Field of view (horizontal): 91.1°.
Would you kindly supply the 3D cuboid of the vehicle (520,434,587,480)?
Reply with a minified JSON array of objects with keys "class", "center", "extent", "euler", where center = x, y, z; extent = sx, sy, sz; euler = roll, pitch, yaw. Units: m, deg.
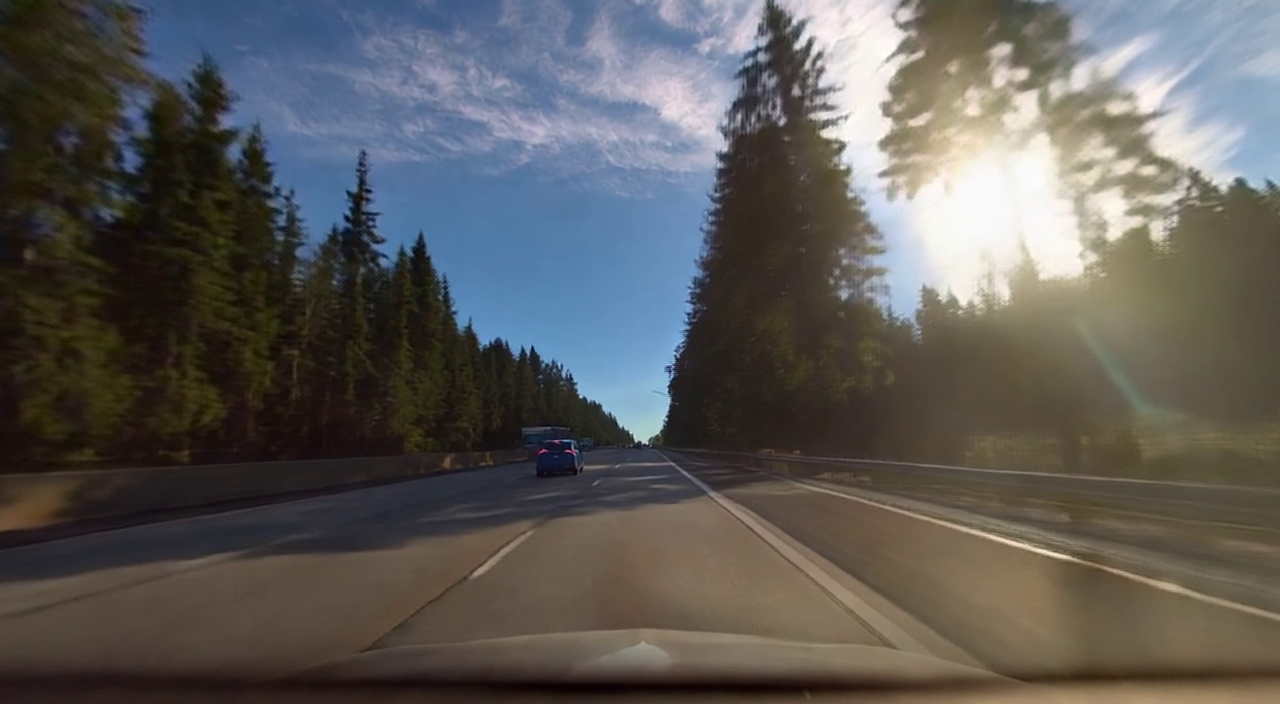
[{"class":"vehicle","center":[-3.511,4.342,26.371],"extent":[2.084,1.752,4.479],"euler":[0,-8,2]}]
